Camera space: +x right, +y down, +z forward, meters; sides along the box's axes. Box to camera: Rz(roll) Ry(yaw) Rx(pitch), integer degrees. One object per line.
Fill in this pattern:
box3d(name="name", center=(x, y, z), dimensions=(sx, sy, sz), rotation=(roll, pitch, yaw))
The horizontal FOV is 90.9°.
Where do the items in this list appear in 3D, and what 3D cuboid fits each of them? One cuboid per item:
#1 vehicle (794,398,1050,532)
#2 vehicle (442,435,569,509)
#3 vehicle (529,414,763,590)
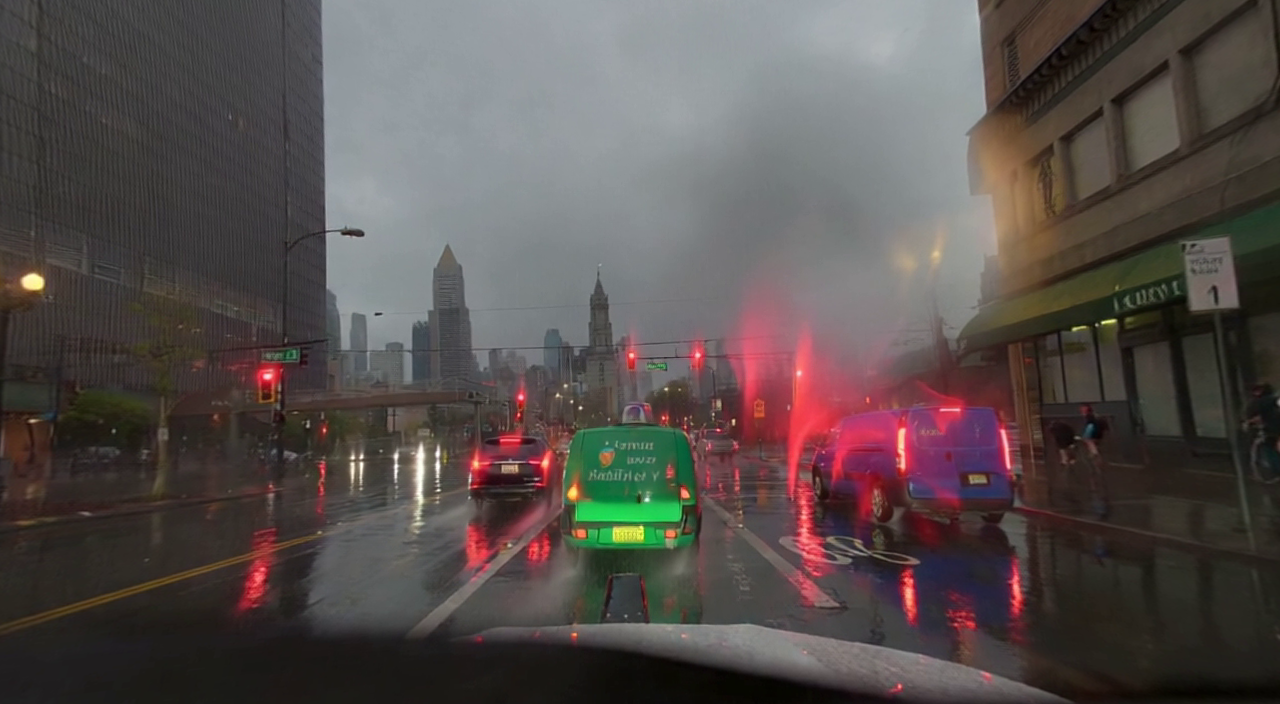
box3d(name="vehicle", center=(4.504, 1.911, 11.154), dimensions=(2.142, 1.829, 4.767), rotation=(0, -9, -2))
box3d(name="vehicle", center=(-2.966, 2.751, 14.963), dimensions=(2.039, 1.452, 4.489), rotation=(0, -9, 0))
box3d(name="vehicle", center=(0.037, 1.651, 7.726), dimensions=(2.091, 1.557, 4.000), rotation=(0, -9, 0))
